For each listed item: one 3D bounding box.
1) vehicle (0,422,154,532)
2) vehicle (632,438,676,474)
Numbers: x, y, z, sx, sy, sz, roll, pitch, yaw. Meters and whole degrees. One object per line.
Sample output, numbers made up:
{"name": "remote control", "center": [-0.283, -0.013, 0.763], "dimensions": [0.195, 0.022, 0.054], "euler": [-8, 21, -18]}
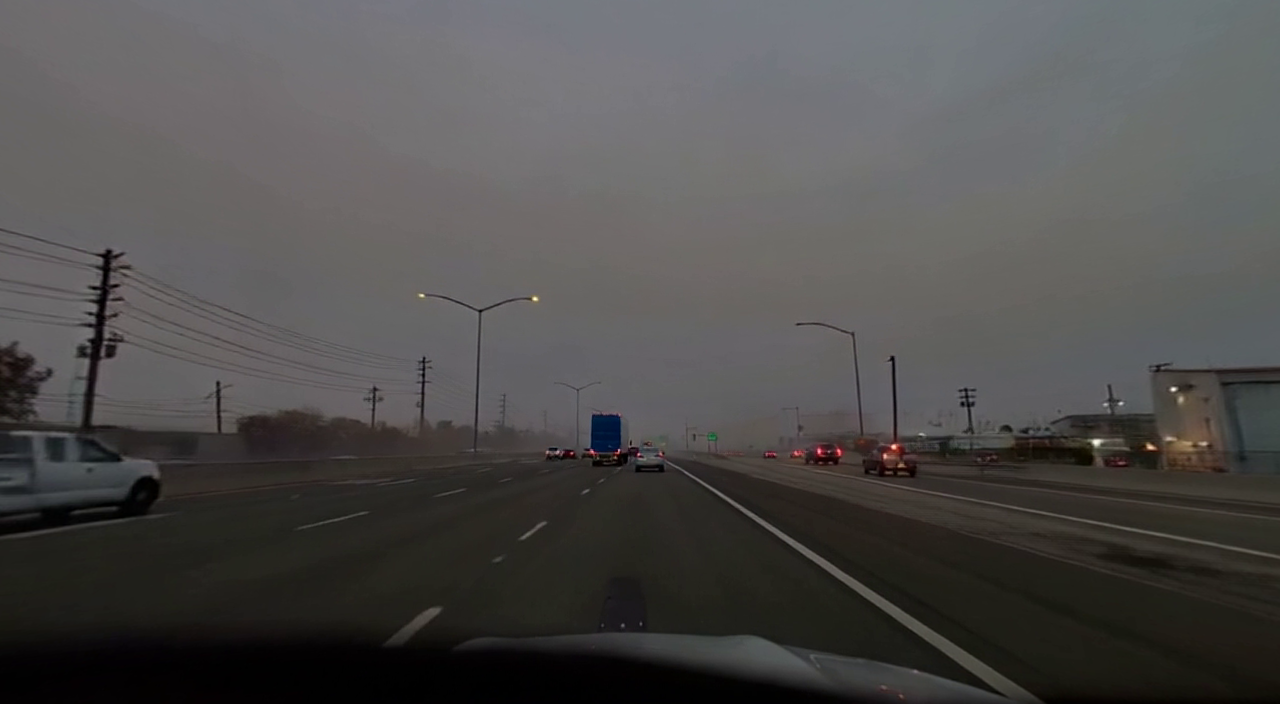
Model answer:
{"name": "vehicle", "center": [-10.895, 2.011, 10.266], "dimensions": [2.097, 1.673, 4.730], "euler": [0, -8, 1]}
{"name": "vehicle", "center": [0.749, 5.771, 35.278], "dimensions": [2.279, 1.837, 4.747], "euler": [0, -8, 0]}
